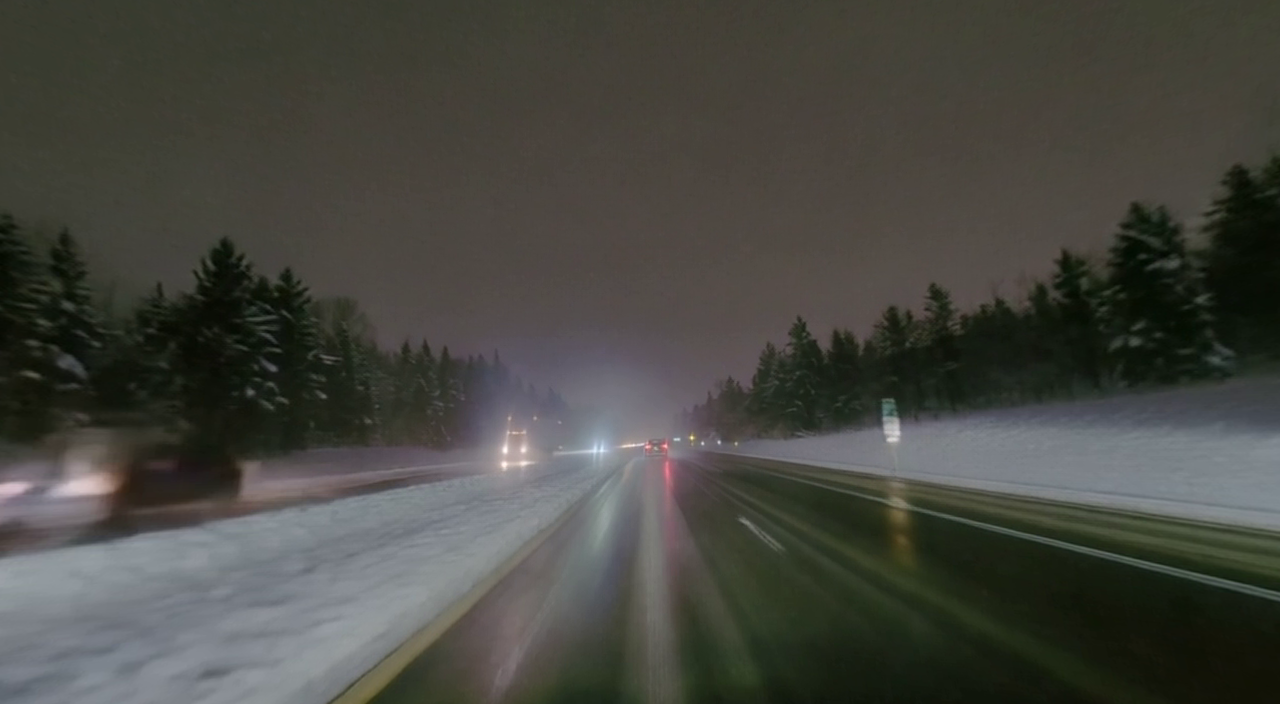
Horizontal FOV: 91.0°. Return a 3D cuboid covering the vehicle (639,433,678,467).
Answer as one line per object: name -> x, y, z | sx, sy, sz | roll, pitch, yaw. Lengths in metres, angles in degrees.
vehicle -> 1.164, 6.097, 39.261 | 2.301, 1.944, 4.554 | 0, -8, 2

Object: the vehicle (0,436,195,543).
vehicle -> -10.127, 2.238, 10.852 | 1.850, 1.523, 4.054 | 0, -8, 1
